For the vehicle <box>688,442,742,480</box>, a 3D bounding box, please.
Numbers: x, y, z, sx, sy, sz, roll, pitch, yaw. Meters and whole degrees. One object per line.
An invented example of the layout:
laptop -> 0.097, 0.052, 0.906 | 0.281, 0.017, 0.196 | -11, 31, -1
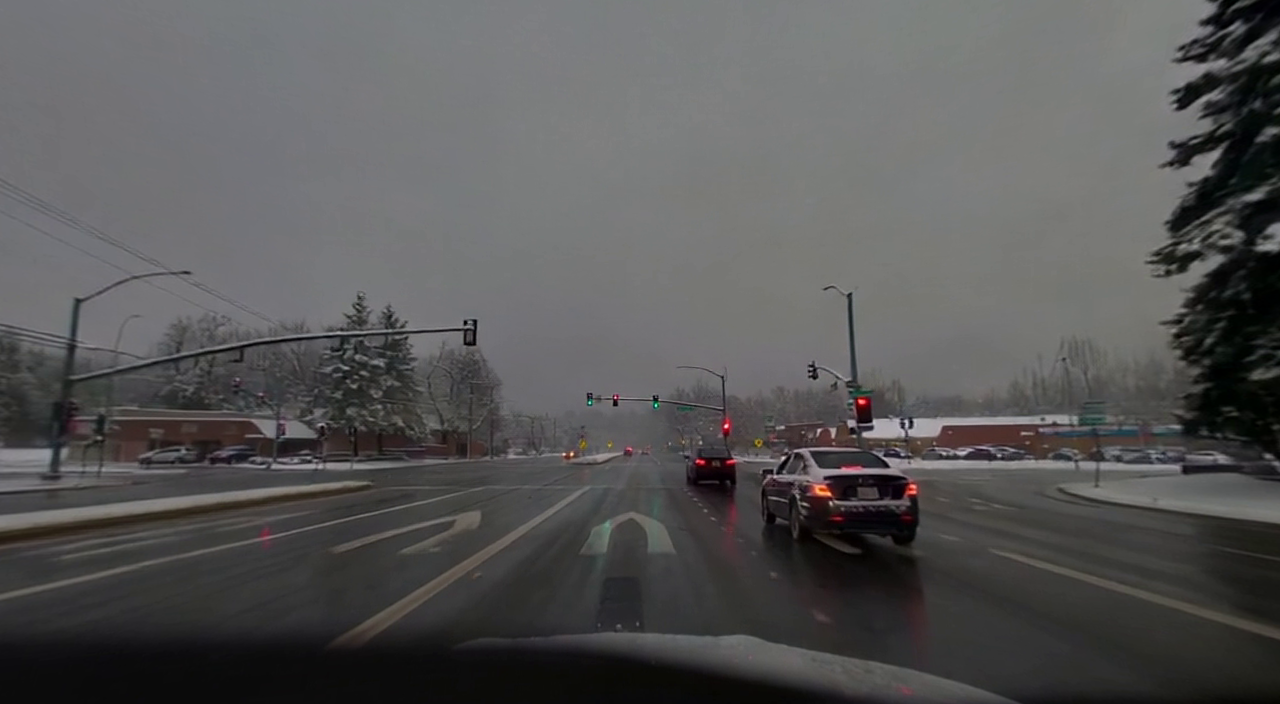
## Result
vehicle -> 3.586, 5.283, 30.792 | 2.128, 1.699, 4.222 | 0, -8, 0

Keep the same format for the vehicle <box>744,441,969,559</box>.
vehicle -> 3.076, 2.185, 10.160 | 2.004, 1.455, 4.417 | 0, -9, -1
